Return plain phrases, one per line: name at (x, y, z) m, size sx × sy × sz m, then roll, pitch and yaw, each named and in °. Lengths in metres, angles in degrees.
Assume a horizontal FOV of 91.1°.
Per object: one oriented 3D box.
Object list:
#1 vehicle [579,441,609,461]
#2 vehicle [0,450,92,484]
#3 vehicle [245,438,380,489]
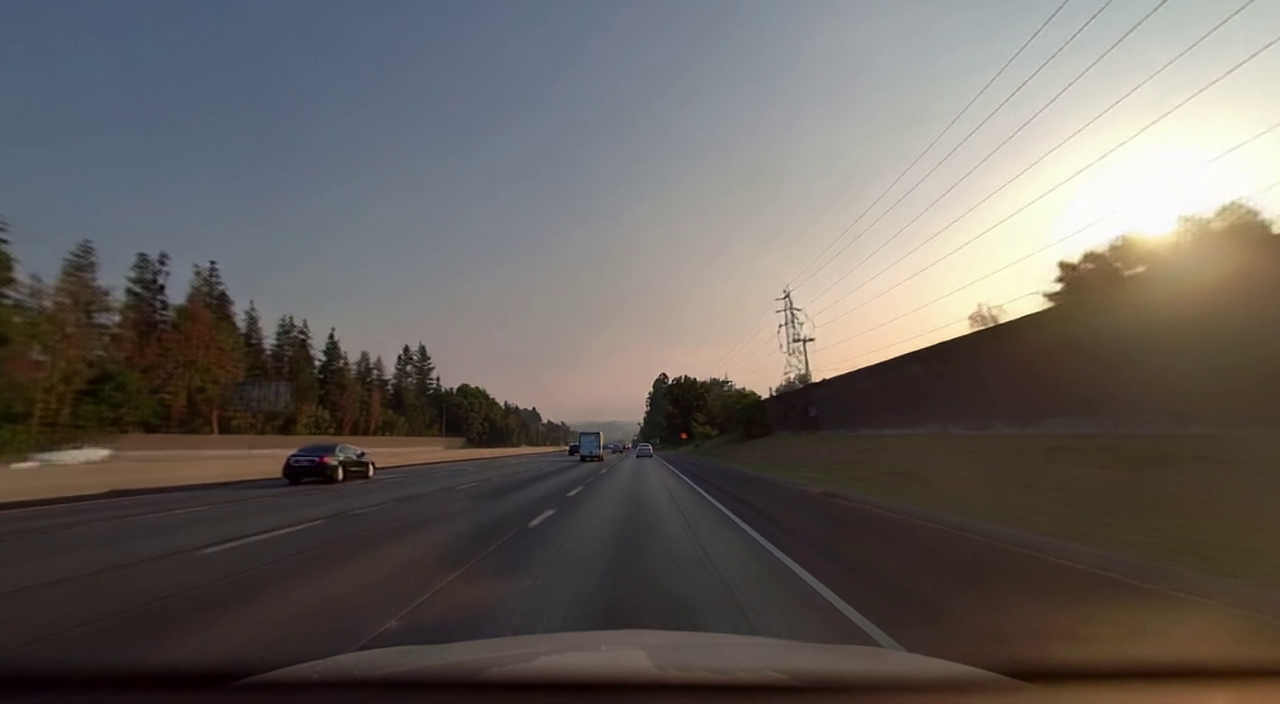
vehicle at (-3.554, 7.792, 49.402) m, size 2.046 × 1.478 × 4.111 m, roll 0°, pitch -8°, yaw 0°
vehicle at (-29.118, 5.451, 30.120) m, size 1.766 × 1.434 × 4.277 m, roll 0°, pitch -8°, yaw 1°
vehicle at (-10.752, 3.684, 21.103) m, size 1.955 × 1.496 × 4.732 m, roll 0°, pitch -8°, yaw 1°
